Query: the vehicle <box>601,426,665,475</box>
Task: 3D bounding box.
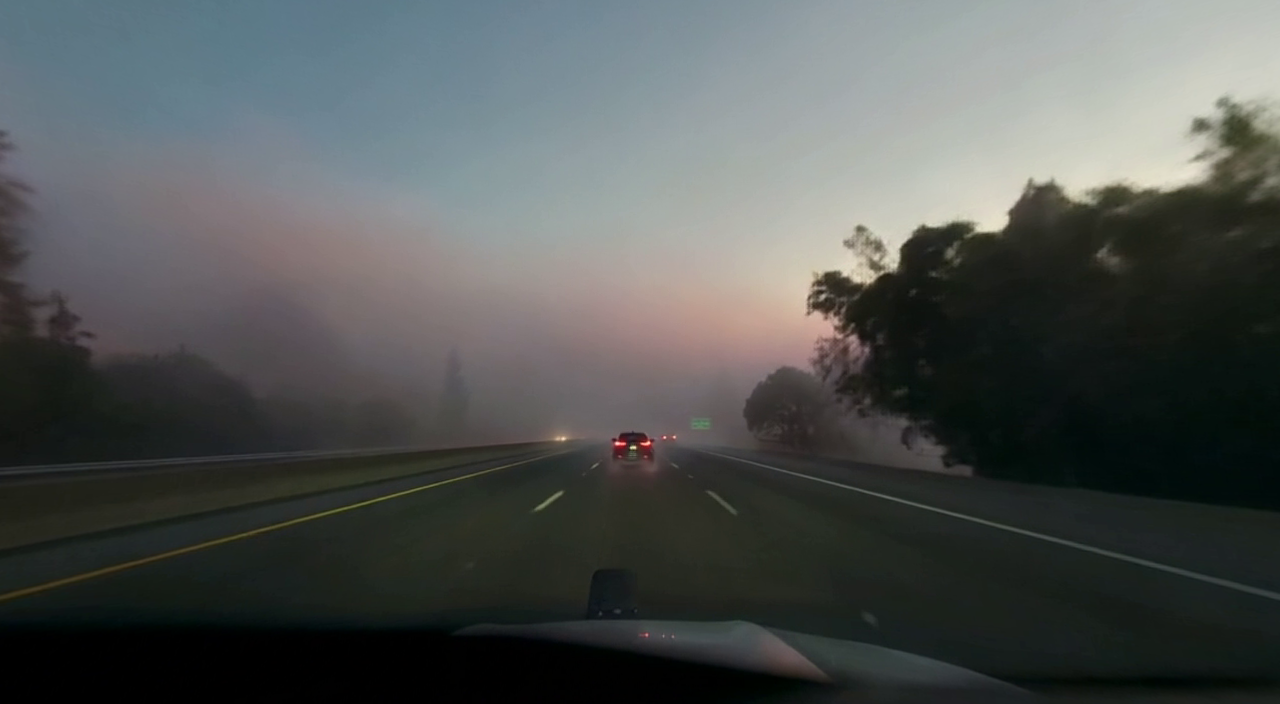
[{"bbox_3d":[-0.265,3.523,22.704,2.094,1.600,3.666,0,-8,-1],"label":"vehicle"}]
